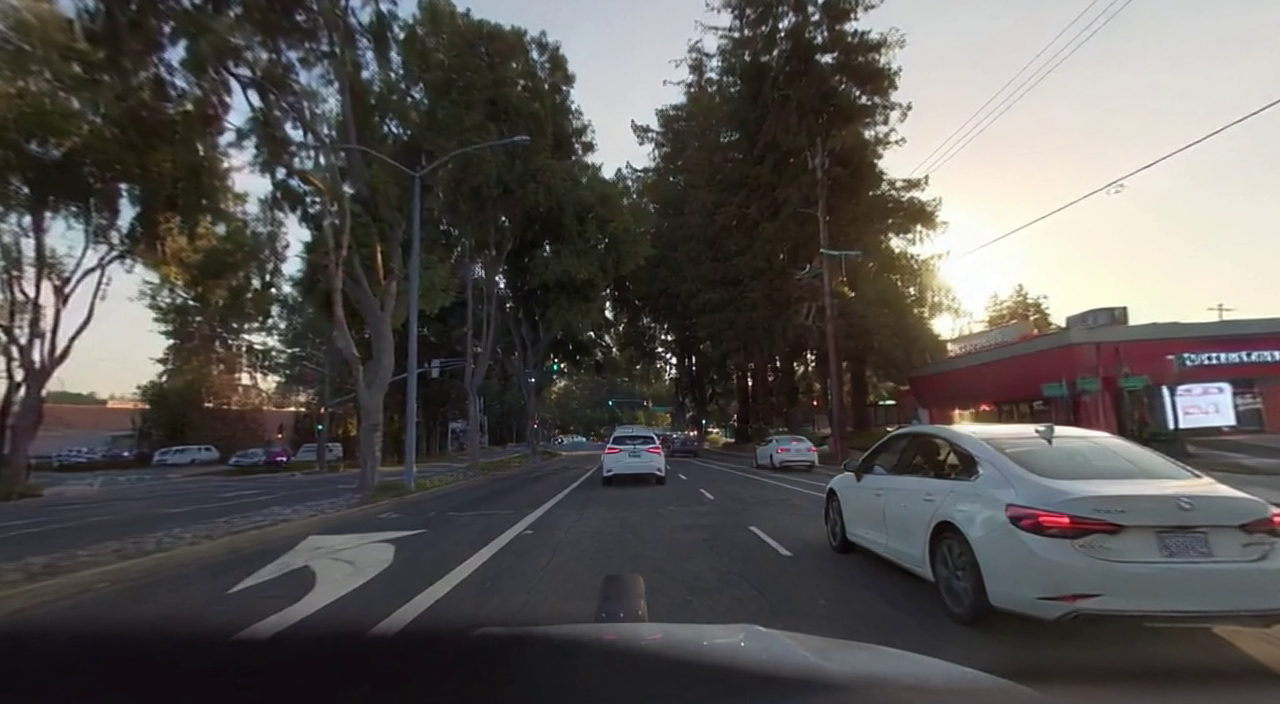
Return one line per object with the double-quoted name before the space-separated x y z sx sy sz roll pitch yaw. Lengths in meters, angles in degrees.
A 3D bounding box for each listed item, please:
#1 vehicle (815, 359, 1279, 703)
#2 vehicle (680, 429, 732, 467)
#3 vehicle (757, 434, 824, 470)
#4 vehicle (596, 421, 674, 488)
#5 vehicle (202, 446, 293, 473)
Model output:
"vehicle" 3.128 1.178 4.977 2.153 1.658 4.485 0 -8 -1
"vehicle" 3.249 4.828 31.801 2.000 1.745 4.206 0 -8 -2
"vehicle" 6.566 4.431 28.059 1.883 1.452 4.258 0 -8 -1
"vehicle" -0.170 3.085 19.283 2.106 1.798 4.168 0 -8 -1
"vehicle" -30.758 8.442 49.697 5.453 1.974 2.396 0 -9 -3
